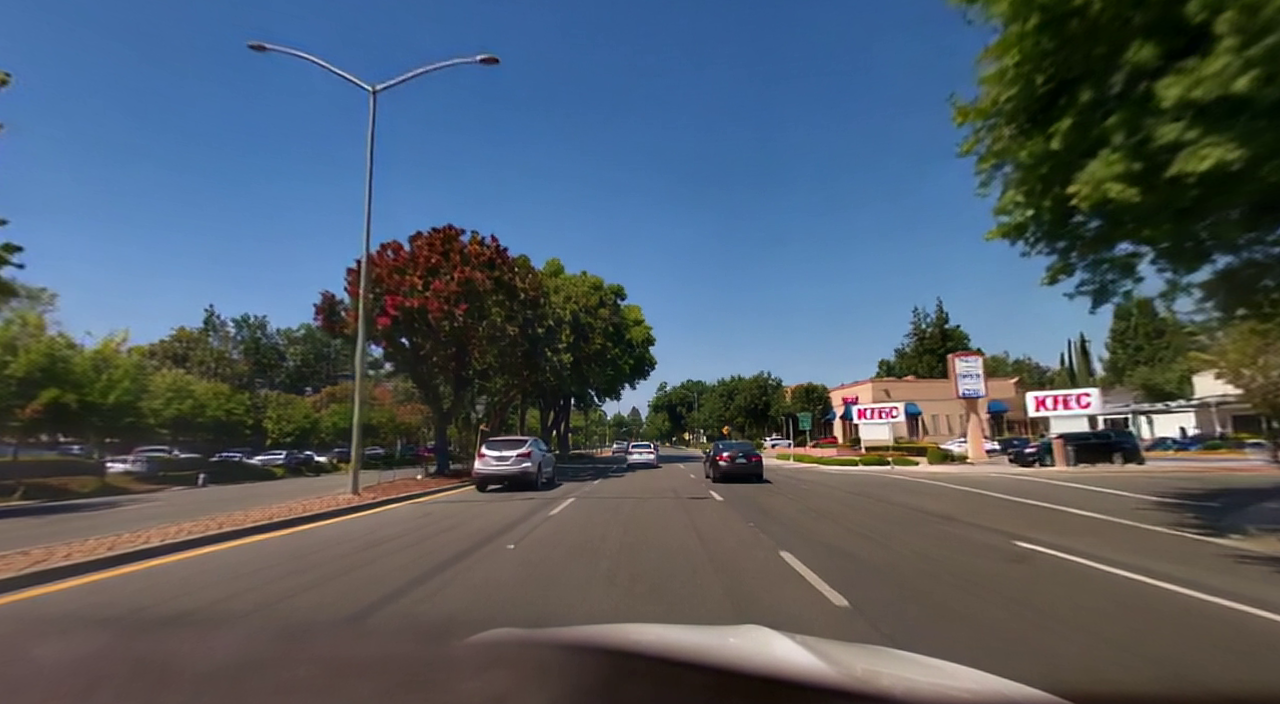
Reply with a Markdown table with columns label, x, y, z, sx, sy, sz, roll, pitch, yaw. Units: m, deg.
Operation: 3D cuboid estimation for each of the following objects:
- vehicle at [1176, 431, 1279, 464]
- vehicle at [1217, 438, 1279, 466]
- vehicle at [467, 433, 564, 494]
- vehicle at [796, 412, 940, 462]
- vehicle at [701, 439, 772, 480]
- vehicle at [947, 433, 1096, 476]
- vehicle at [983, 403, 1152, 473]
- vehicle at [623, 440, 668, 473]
| label | x | y | z | sx | sy | sz | roll | pitch | yaw |
| --- | --- | --- | --- | --- | --- | --- | --- | --- | --- |
| vehicle | 34.366 | 5.583 | 36.769 | 4.398 | 1.669 | 1.981 | -2 | -8 | -4 |
| vehicle | 34.380 | 5.423 | 34.236 | 4.212 | 1.423 | 1.764 | -1 | -8 | 3 |
| vehicle | -3.566 | 3.274 | 18.878 | 1.995 | 1.607 | 4.086 | 0 | -8 | 1 |
| vehicle | 14.963 | 5.738 | 41.997 | 8.343 | 3.028 | 3.002 | -2 | -10 | 3 |
| vehicle | 3.691 | 4.178 | 24.839 | 2.012 | 1.462 | 4.400 | 0 | -8 | -1 |
| vehicle | 15.115 | 4.095 | 25.258 | 4.578 | 1.620 | 2.047 | -2 | -9 | 11 |
| vehicle | 21.859 | 4.526 | 33.030 | 2.928 | 3.123 | 8.236 | -1 | -8 | -1 |
| vehicle | 0.276 | 5.194 | 31.526 | 2.059 | 1.477 | 4.216 | 0 | -8 | 1 |
